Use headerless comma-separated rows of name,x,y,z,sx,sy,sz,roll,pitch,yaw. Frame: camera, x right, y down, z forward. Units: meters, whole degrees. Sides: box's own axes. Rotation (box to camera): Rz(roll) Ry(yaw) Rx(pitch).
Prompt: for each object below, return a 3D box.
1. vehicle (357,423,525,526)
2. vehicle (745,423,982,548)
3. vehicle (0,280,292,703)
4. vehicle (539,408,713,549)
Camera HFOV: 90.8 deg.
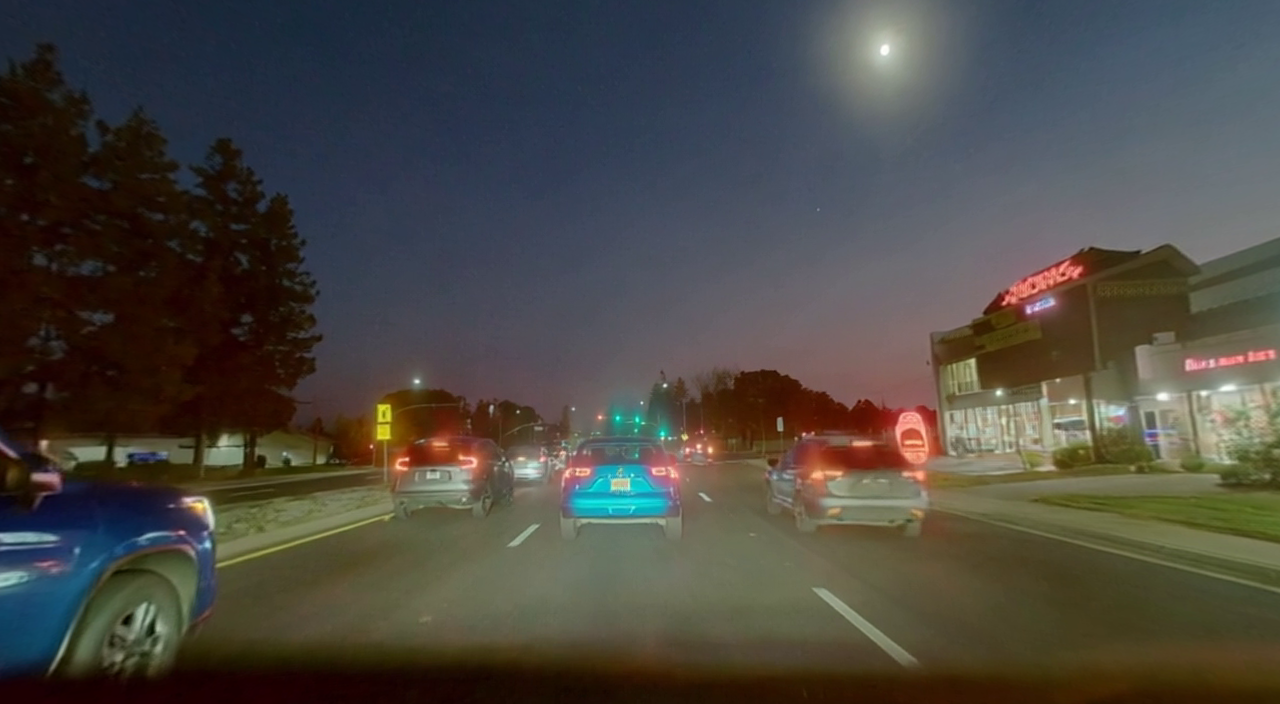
vehicle,-3.670,2.330,12.571,1.948,1.668,4.279,0,-8,0
vehicle,3.179,2.010,10.259,2.056,1.536,4.678,0,-8,-1
vehicle,-3.541,0.629,1.826,2.304,1.928,4.833,0,-8,0
vehicle,-0.194,1.838,9.771,2.112,1.693,4.058,0,-8,-1
